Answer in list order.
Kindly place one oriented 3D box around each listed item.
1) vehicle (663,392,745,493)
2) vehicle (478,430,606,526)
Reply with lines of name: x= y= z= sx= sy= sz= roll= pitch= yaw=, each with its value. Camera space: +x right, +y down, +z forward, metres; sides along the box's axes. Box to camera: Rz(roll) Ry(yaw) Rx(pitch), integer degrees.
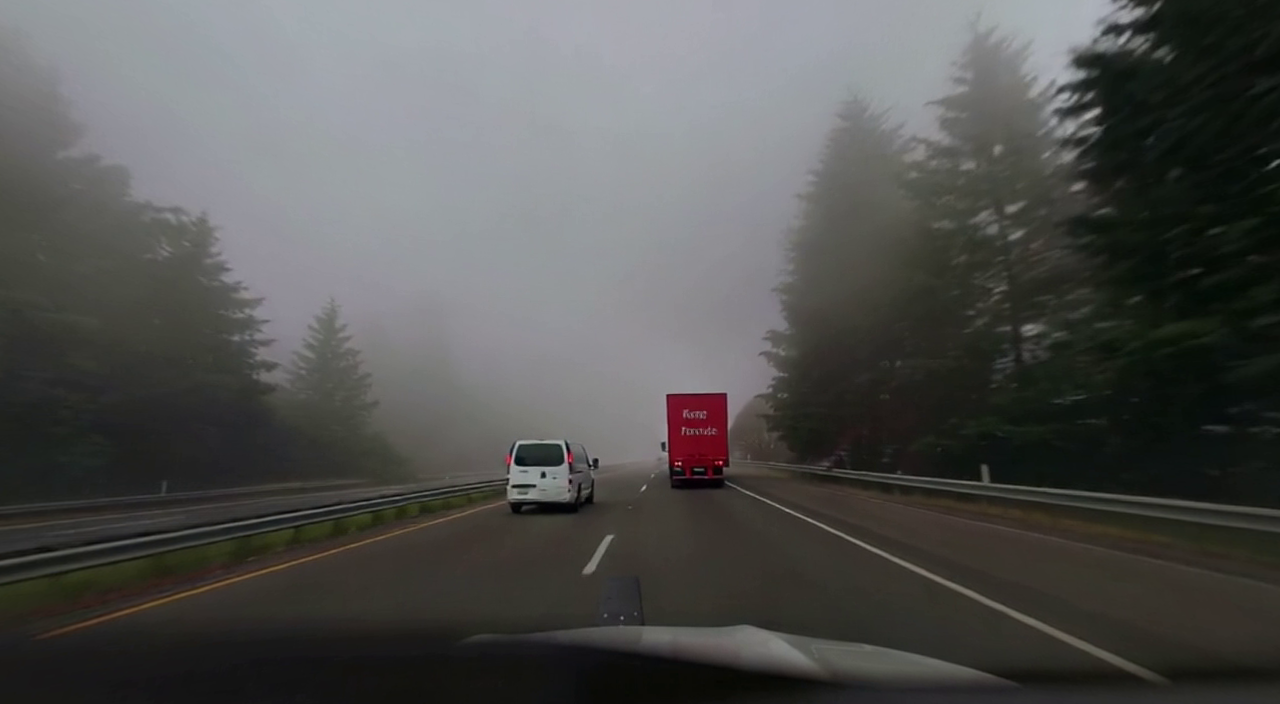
vehicle: x=2.775 y=4.562 z=31.354 sx=3.030 sy=3.985 sz=12.707 roll=0 pitch=-9 yaw=1
vehicle: x=-2.041 y=2.800 z=14.528 sx=2.105 sy=1.865 sz=4.102 roll=-1 pitch=-9 yaw=3
